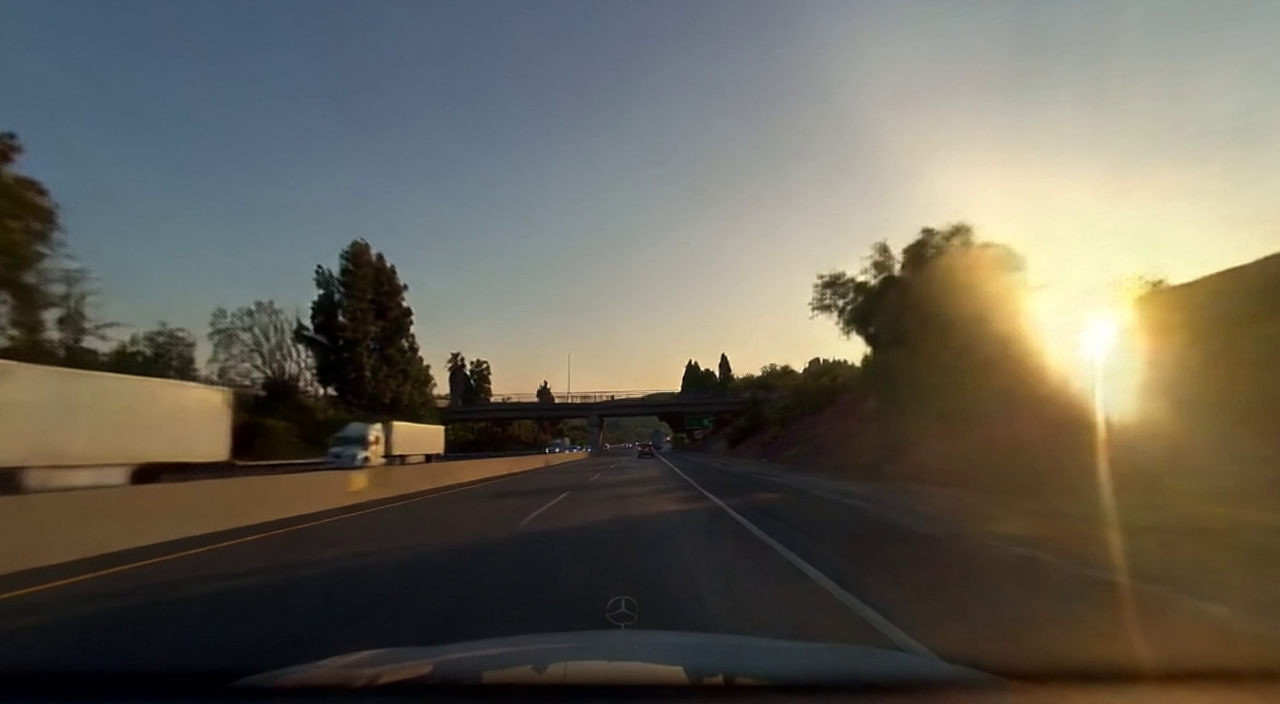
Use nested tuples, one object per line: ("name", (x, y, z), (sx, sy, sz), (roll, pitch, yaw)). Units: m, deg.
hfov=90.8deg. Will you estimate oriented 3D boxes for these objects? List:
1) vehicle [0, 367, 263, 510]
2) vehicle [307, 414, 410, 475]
("vehicle", (-17.270, 3.062, 21.931), (2.843, 4.006, 8.421), (0, -9, 1))
("vehicle", (-20.888, 7.019, 47.745), (2.990, 4.070, 10.171), (0, -9, 1))
